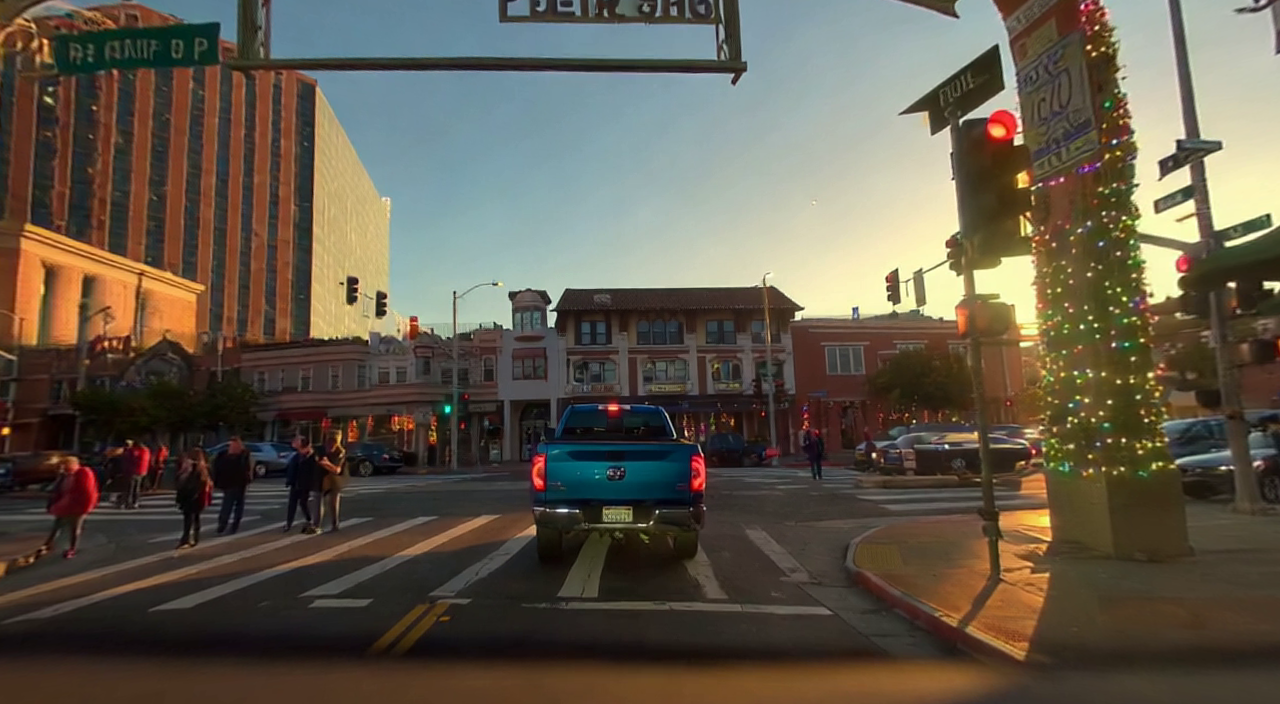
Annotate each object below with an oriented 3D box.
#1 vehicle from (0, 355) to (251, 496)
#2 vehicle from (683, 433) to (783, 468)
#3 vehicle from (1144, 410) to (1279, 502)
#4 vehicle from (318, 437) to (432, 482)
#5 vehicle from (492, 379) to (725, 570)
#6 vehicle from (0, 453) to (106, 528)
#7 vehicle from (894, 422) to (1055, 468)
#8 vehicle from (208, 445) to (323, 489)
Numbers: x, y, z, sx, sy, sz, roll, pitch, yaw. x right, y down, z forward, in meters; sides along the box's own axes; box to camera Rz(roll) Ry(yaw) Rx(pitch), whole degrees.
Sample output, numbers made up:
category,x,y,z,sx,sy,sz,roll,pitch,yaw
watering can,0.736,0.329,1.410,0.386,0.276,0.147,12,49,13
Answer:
category,x,y,z,sx,sy,sz,roll,pitch,yaw
vehicle,-22.070,2.675,22.629,13.729,4.662,3.300,0,-9,0
vehicle,4.316,4.683,29.906,4.515,1.583,1.920,-1,-8,3
vehicle,13.079,2.011,12.513,4.082,1.613,2.211,-3,-12,-1
vehicle,-13.156,5.350,31.468,4.799,1.909,2.011,-3,-7,2
vehicle,-0.477,1.710,9.575,2.477,2.020,5.534,0,-8,-3
vehicle,-16.041,3.313,15.352,4.039,1.654,2.092,0,-8,-2
vehicle,11.658,3.272,22.178,4.600,1.506,1.878,0,-8,-2
vehicle,-18.642,5.706,31.524,4.398,2.057,1.959,0,-8,-2
